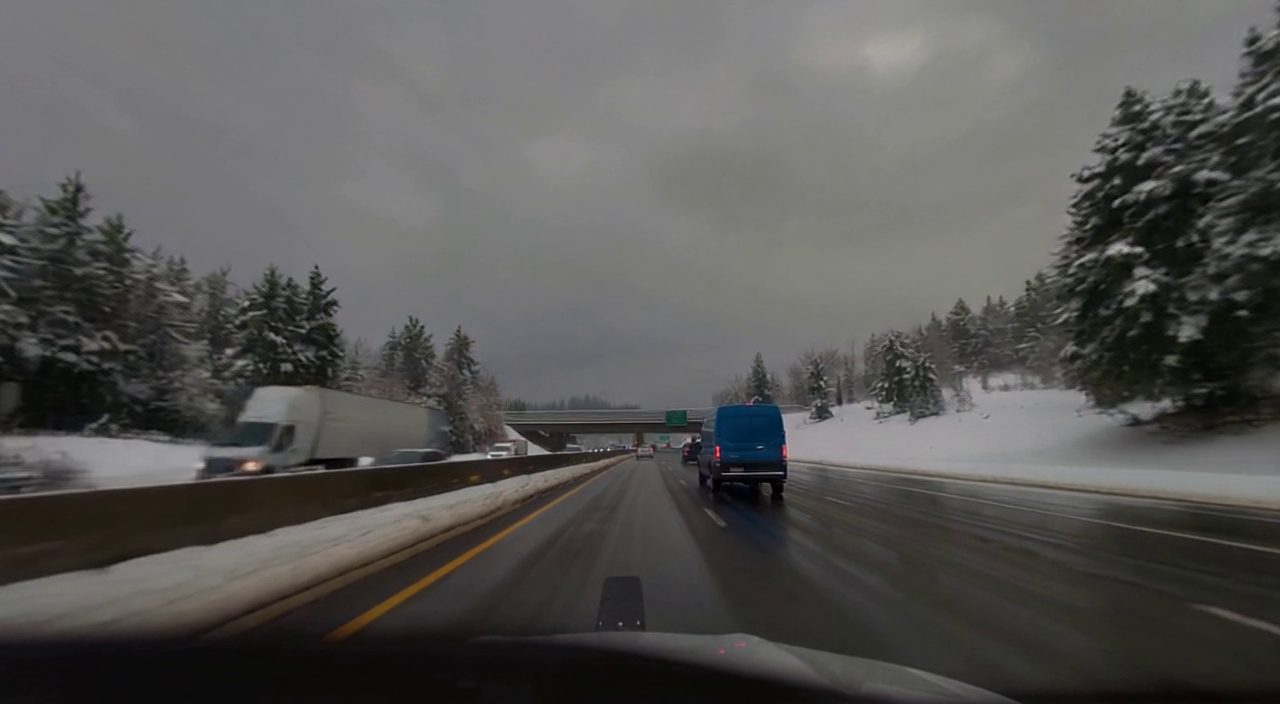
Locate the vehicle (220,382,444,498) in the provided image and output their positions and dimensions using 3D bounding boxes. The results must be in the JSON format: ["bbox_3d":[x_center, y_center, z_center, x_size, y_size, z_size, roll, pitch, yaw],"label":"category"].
[{"bbox_3d":[-15.156,4.880,34.258,3.234,4.648,17.365,0,-9,1],"label":"vehicle"}]

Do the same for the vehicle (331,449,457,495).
[{"bbox_3d":[-7.414,3.645,19.544,2.186,1.241,4.084,0,-9,1],"label":"vehicle"}]

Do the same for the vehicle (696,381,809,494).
[{"bbox_3d":[3.451,2.925,21.232,2.460,3.155,6.902,0,-9,0],"label":"vehicle"}]
